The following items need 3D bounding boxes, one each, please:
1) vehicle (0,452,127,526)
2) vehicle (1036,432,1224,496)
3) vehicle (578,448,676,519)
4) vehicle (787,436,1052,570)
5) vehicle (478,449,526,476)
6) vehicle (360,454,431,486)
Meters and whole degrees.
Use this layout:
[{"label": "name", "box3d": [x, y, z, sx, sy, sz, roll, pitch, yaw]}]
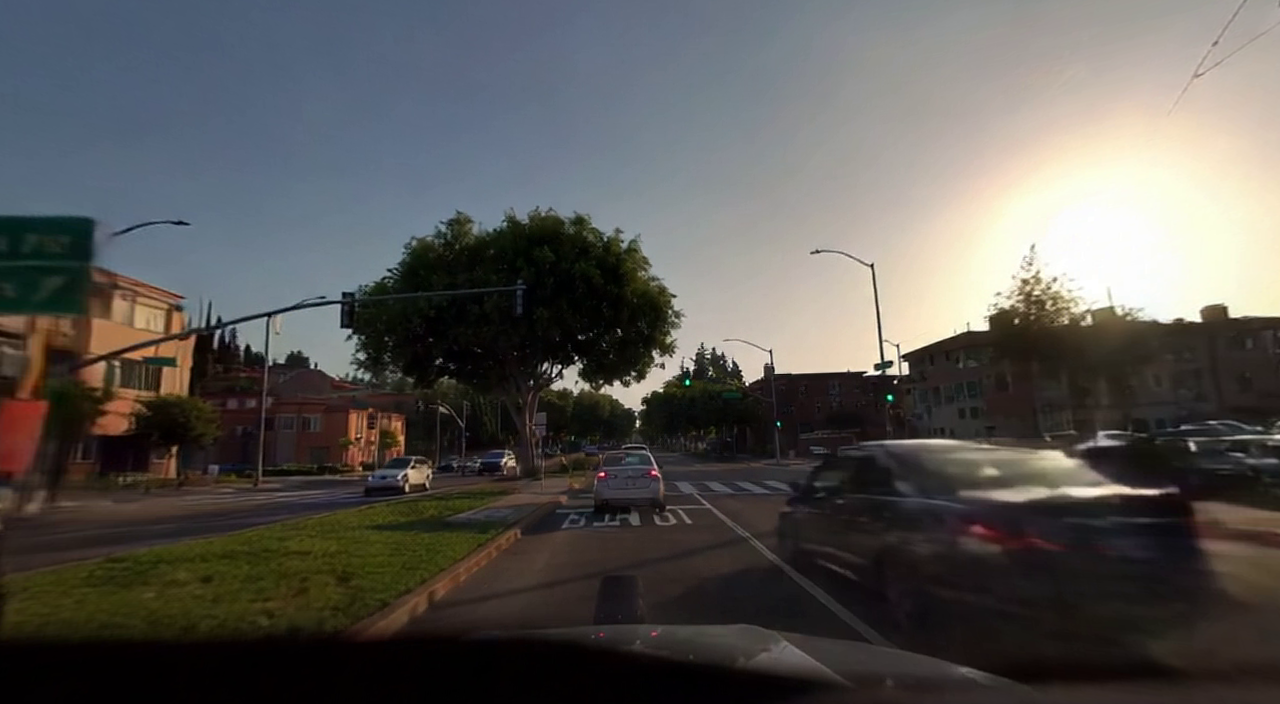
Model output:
[{"label": "vehicle", "box3d": [-16.045, 3.509, 16.266, 1.936, 1.733, 4.087, -3, -10, 3]}, {"label": "vehicle", "box3d": [13.062, 2.997, 17.159, 1.887, 1.504, 3.898, 0, -9, -1]}, {"label": "vehicle", "box3d": [-0.306, 3.034, 15.128, 2.010, 1.447, 4.121, 0, -9, -1]}, {"label": "vehicle", "box3d": [3.644, 2.014, 9.128, 2.023, 1.506, 3.816, 0, -9, -1]}, {"label": "vehicle", "box3d": [-8.594, 6.919, 39.654, 1.966, 1.571, 4.479, 0, -9, 1]}, {"label": "vehicle", "box3d": [-12.385, 5.975, 32.157, 1.904, 1.475, 4.068, 0, -9, 1]}]
